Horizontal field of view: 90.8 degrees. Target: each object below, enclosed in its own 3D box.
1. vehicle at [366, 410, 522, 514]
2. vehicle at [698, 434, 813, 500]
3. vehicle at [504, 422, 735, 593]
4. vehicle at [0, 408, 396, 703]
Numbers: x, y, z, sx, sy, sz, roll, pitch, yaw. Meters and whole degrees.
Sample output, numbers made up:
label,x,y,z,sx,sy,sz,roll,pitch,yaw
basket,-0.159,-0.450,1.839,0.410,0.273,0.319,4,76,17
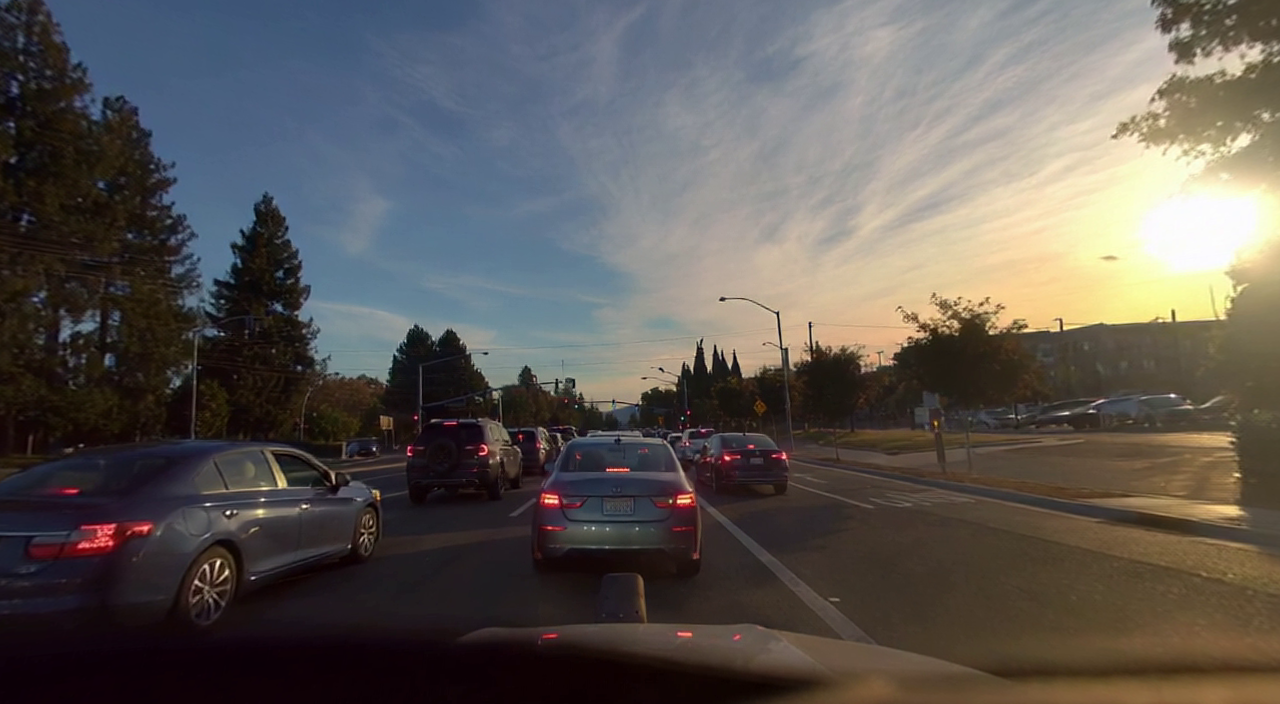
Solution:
label,x,y,z,sx,sy,sz,roll,pitch,yaw
vehicle,-4.032,2.348,13.912,2.054,1.881,4.469,0,-8,-1
vehicle,2.804,2.901,16.420,1.978,1.452,4.381,0,-8,-3
vehicle,-0.234,1.658,7.616,2.007,1.467,4.059,0,-8,-2
vehicle,-3.862,1.329,5.263,1.985,1.467,4.224,0,-9,-1
